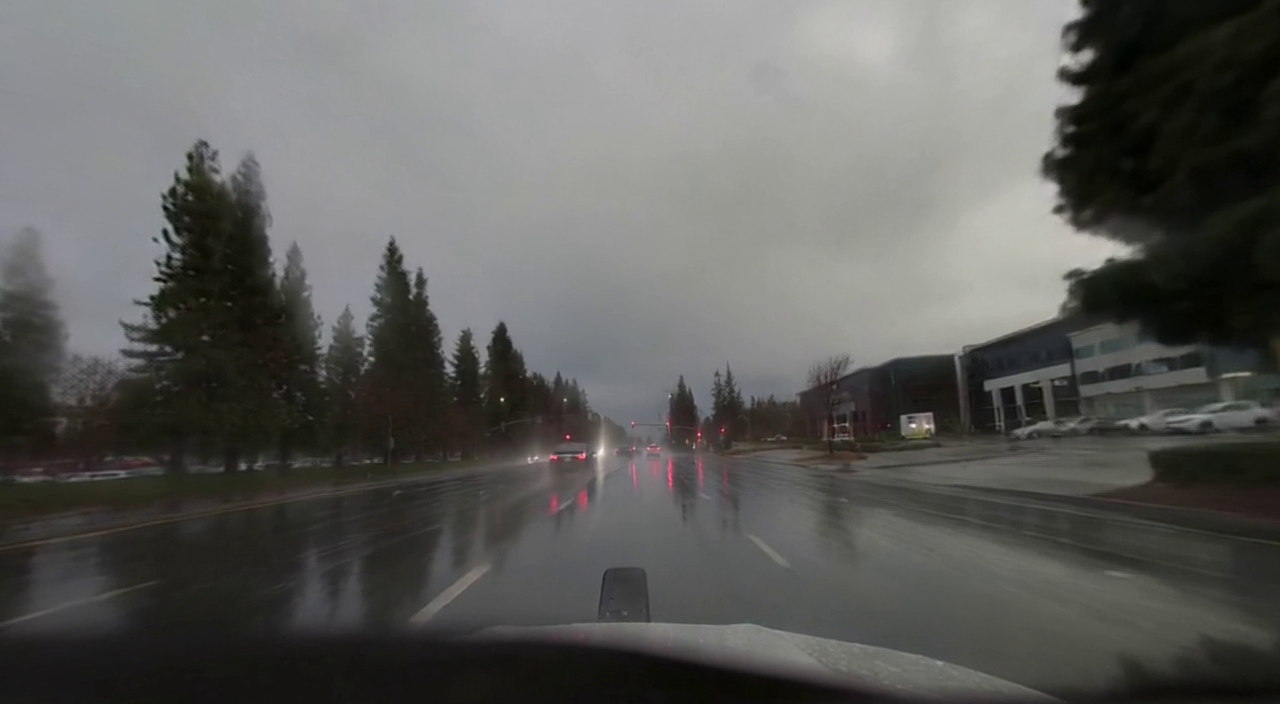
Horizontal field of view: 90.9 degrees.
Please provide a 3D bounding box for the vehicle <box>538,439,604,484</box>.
[{"bbox_3d":[-2.705,4.453,25.882,2.121,1.656,4.559,-1,-9,1],"label":"vehicle"}]

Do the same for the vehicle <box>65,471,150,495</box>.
[{"bbox_3d":[-40.685,10.030,48.357,2.118,1.697,4.886,-2,-11,2],"label":"vehicle"}]
